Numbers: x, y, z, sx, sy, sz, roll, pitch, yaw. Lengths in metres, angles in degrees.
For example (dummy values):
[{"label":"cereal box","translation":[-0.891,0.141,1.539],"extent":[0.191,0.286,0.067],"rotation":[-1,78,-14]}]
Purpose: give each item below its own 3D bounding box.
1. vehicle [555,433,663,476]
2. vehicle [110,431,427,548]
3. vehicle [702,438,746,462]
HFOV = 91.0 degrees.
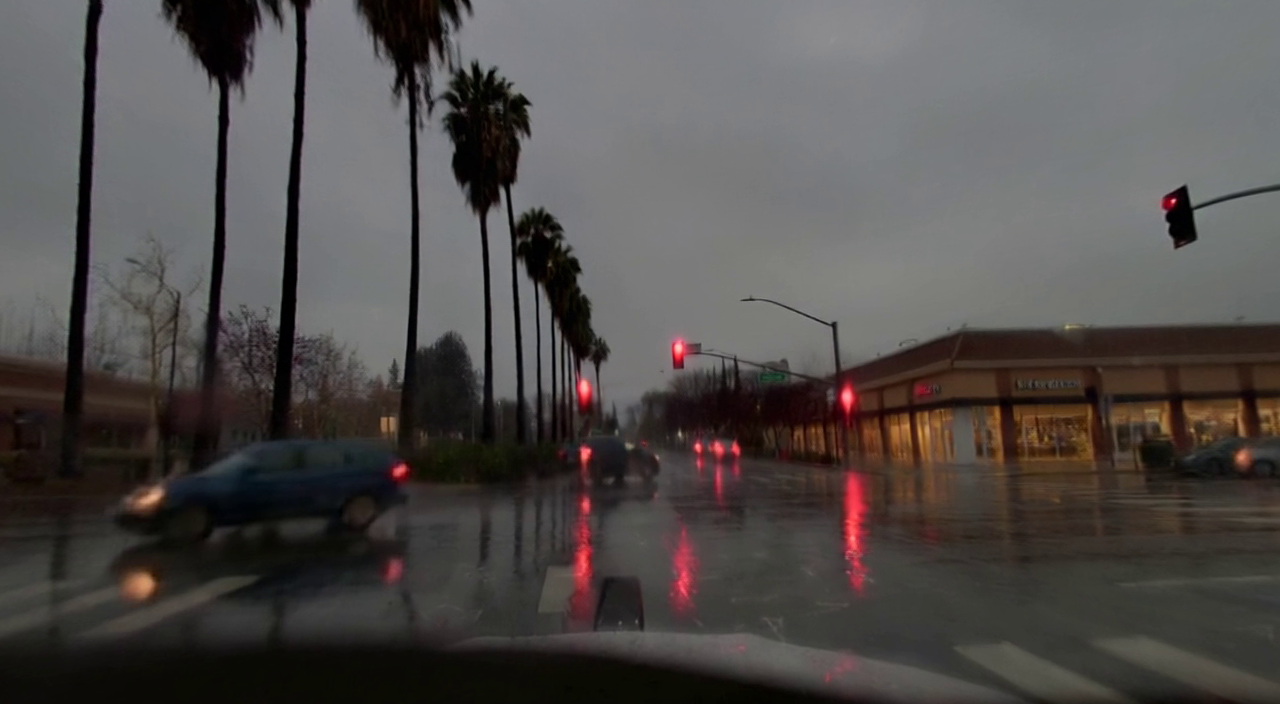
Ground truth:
[{"label":"vehicle","translation":[-1.206,4.303,26.637],"extent":[1.999,1.653,4.603],"rotation":[-7,-11,39]},{"label":"vehicle","translation":[-5.871,2.121,10.424],"extent":[1.828,1.512,4.035],"rotation":[-6,-11,37]},{"label":"vehicle","translation":[5.734,6.763,43.420],"extent":[1.890,1.572,3.826],"rotation":[2,-9,-11]}]
